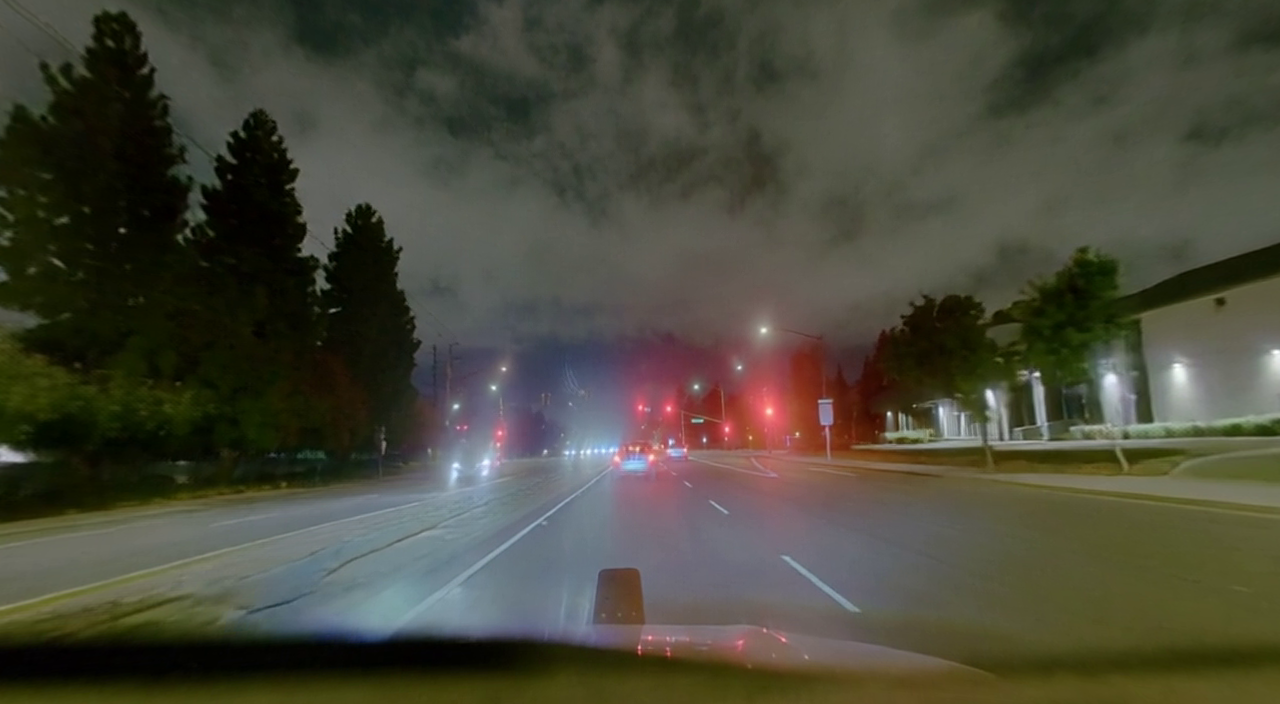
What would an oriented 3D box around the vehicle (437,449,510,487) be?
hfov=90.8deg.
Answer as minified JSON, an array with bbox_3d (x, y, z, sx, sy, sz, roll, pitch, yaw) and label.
[{"bbox_3d":[-7.407,5.183,28.610,2.094,1.579,4.297,0,-9,0],"label":"vehicle"}]

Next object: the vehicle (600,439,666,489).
[{"bbox_3d":[-0.261,4.029,23.072,2.181,1.639,4.127,0,-9,-1],"label":"vehicle"}]
